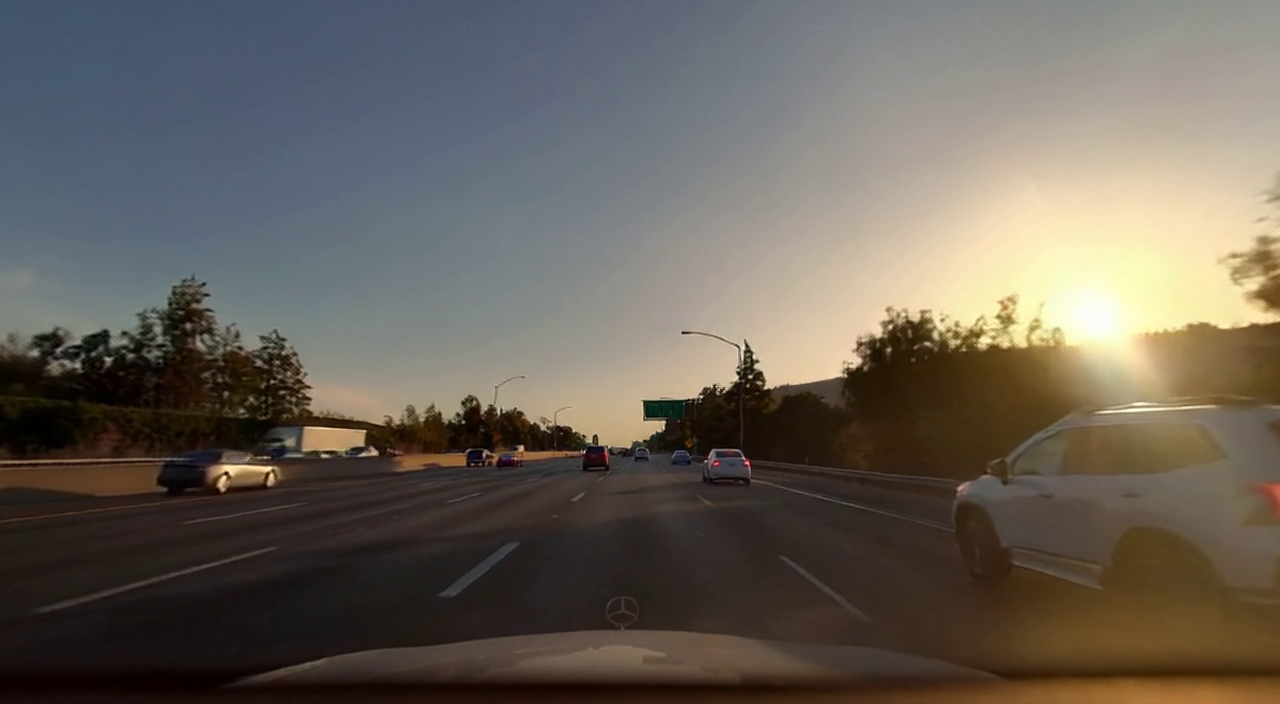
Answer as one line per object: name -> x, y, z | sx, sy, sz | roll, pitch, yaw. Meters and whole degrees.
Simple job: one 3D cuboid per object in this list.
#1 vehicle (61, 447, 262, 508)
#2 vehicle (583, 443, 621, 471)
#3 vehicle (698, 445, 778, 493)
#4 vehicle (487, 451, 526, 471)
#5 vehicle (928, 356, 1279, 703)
vehicle -> -13.749, 3.593, 18.648 | 1.959, 1.520, 5.068 | 0, -9, 0
vehicle -> -2.680, 7.708, 46.347 | 2.449, 1.929, 5.503 | 0, -9, 0
vehicle -> 3.383, 4.145, 22.703 | 2.126, 1.529, 4.438 | 0, -9, -1
vehicle -> -10.330, 8.468, 49.101 | 1.974, 1.472, 4.684 | 0, -9, 0
vehicle -> 4.401, 1.145, 4.708 | 2.218, 1.776, 4.807 | 0, -9, 0
